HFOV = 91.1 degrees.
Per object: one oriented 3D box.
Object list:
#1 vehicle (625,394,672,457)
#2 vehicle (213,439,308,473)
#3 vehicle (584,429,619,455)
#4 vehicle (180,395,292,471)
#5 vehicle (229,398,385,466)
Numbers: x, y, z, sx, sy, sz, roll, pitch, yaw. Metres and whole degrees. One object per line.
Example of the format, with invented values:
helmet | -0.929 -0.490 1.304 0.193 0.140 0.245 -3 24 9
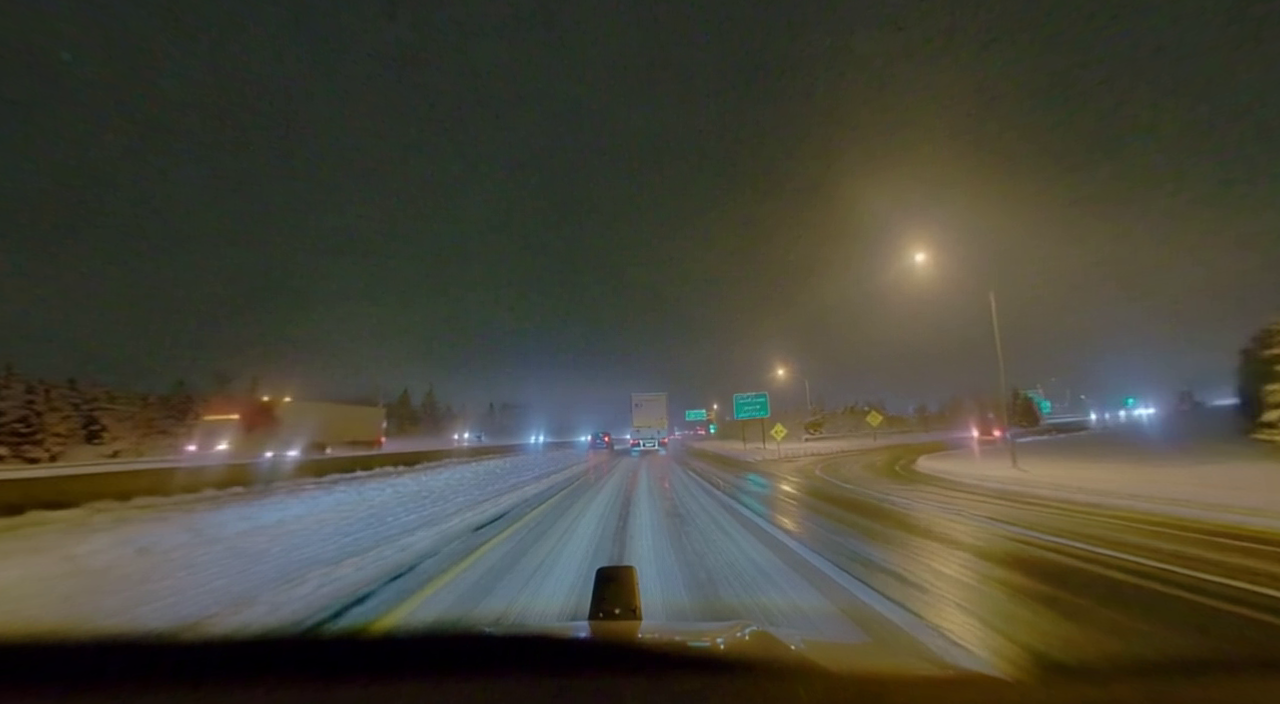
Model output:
vehicle | 0.646 5.439 45.693 3.024 4.019 10.605 0 -8 1
vehicle | -19.149 5.247 31.989 1.947 1.587 4.446 0 -8 2
vehicle | -2.800 6.697 46.862 2.119 1.787 4.655 0 -8 3
vehicle | -23.131 4.665 36.338 2.784 3.981 4.819 1 -7 5
vehicle | -23.005 5.804 45.114 2.940 4.056 14.297 0 -8 2
